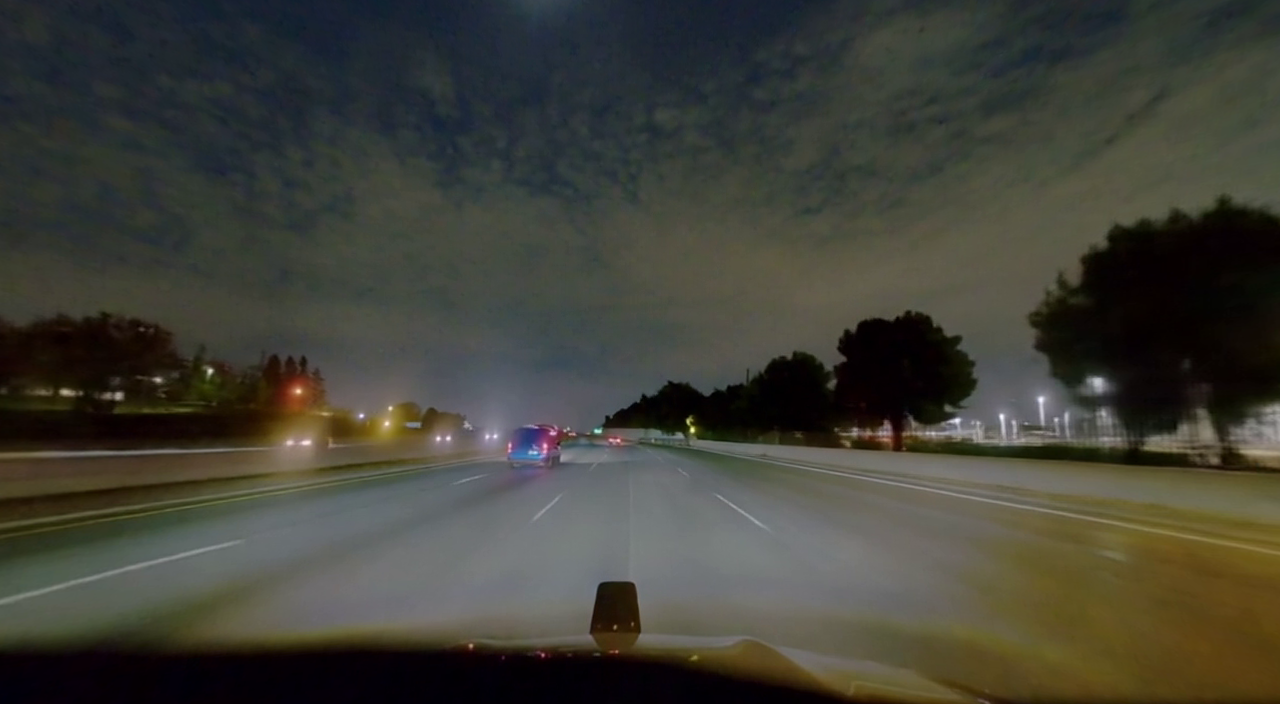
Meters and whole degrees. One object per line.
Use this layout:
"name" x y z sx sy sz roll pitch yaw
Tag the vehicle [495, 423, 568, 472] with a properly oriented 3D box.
"vehicle" -4.363 3.884 26.057 2.219 1.827 4.738 0 -8 -1
